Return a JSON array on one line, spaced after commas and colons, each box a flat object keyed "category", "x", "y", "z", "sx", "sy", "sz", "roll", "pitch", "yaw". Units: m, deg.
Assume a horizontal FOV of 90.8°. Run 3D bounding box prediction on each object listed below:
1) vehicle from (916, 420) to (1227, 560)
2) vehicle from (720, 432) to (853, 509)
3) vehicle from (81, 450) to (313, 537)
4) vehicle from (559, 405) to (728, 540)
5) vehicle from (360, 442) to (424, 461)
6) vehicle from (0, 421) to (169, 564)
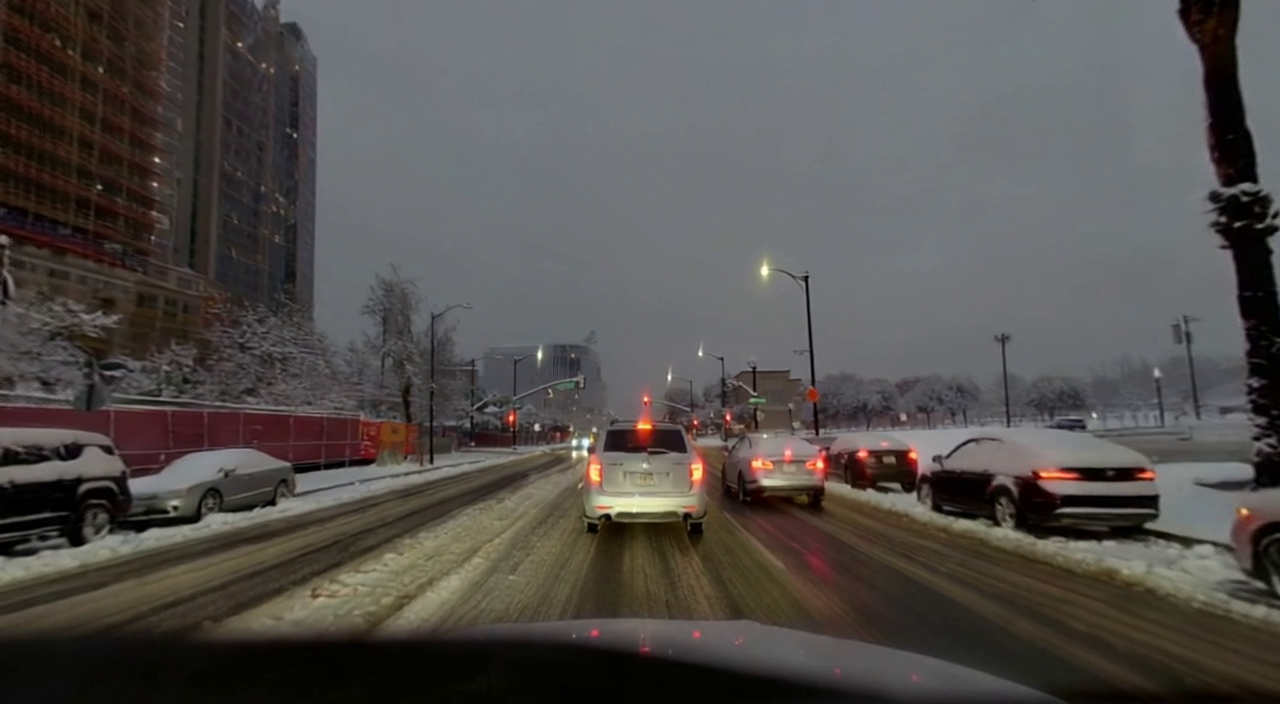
[{"category": "vehicle", "x": 6.187, "y": 1.952, "z": 9.819, "sx": 1.819, "sy": 1.672, "sz": 4.139, "roll": 0, "pitch": -7, "yaw": -1}, {"category": "vehicle", "x": 3.140, "y": 2.631, "z": 14.487, "sx": 1.999, "sy": 1.487, "sz": 3.939, "roll": 0, "pitch": -8, "yaw": -2}, {"category": "vehicle", "x": -9.827, "y": 3.113, "z": 14.619, "sx": 2.054, "sy": 1.467, "sz": 4.595, "roll": -3, "pitch": -7, "yaw": 1}, {"category": "vehicle", "x": 0.026, "y": 1.930, "z": 10.671, "sx": 2.264, "sy": 1.798, "sz": 4.258, "roll": 0, "pitch": -8, "yaw": 0}, {"category": "vehicle", "x": -19.402, "y": 7.781, "z": 49.590, "sx": 1.759, "sy": 1.457, "sz": 4.297, "roll": -7, "pitch": -11, "yaw": 38}, {"category": "vehicle", "x": -9.991, "y": 2.063, "z": 8.784, "sx": 2.294, "sy": 1.948, "sz": 6.025, "roll": -6, "pitch": -10, "yaw": 0}]
